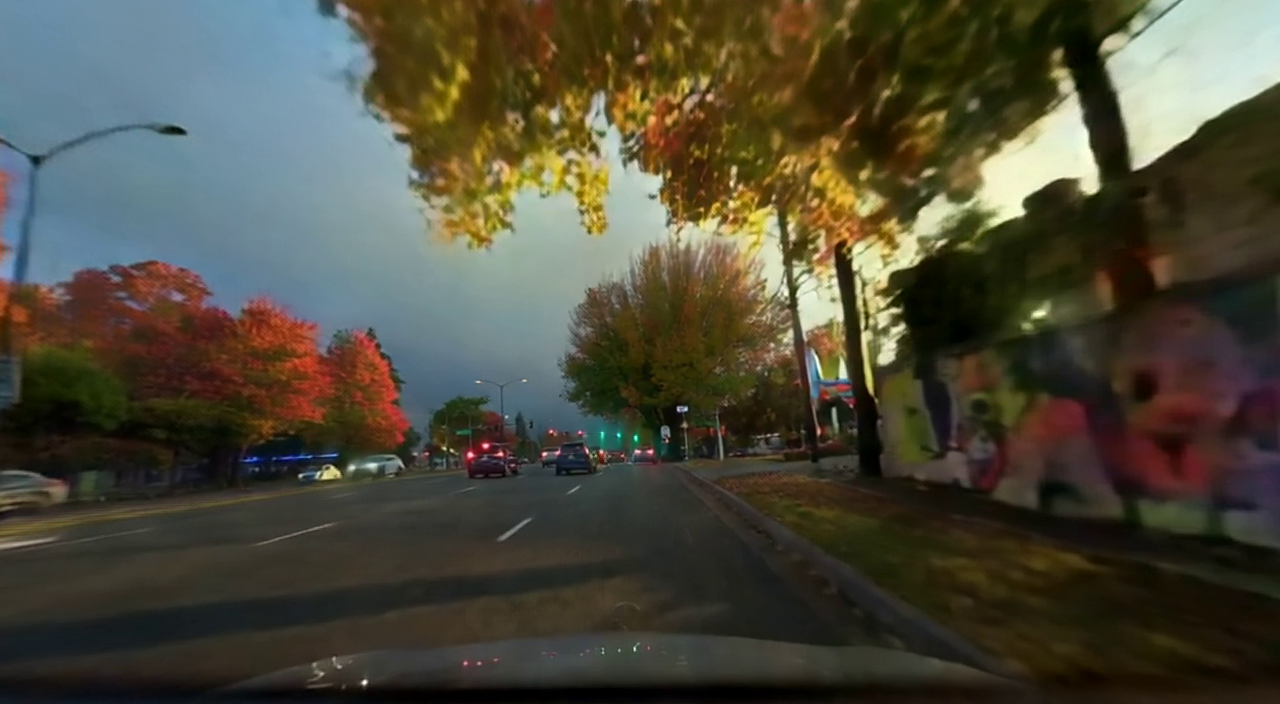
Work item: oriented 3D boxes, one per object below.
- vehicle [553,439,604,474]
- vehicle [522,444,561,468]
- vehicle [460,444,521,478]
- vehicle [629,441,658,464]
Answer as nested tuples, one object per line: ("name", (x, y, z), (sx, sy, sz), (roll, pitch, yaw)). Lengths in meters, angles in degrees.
("vehicle", (-3.158, 5.499, 33.338), (2.165, 1.663, 4.513), (0, -9, 1))
("vehicle", (-7.446, 7.901, 47.909), (2.069, 1.719, 4.441), (0, -9, 2))
("vehicle", (-7.480, 5.479, 31.930), (1.932, 1.596, 4.247), (0, -9, 1))
("vehicle", (0.236, 7.821, 48.973), (2.144, 1.704, 4.028), (1, -9, -1))
